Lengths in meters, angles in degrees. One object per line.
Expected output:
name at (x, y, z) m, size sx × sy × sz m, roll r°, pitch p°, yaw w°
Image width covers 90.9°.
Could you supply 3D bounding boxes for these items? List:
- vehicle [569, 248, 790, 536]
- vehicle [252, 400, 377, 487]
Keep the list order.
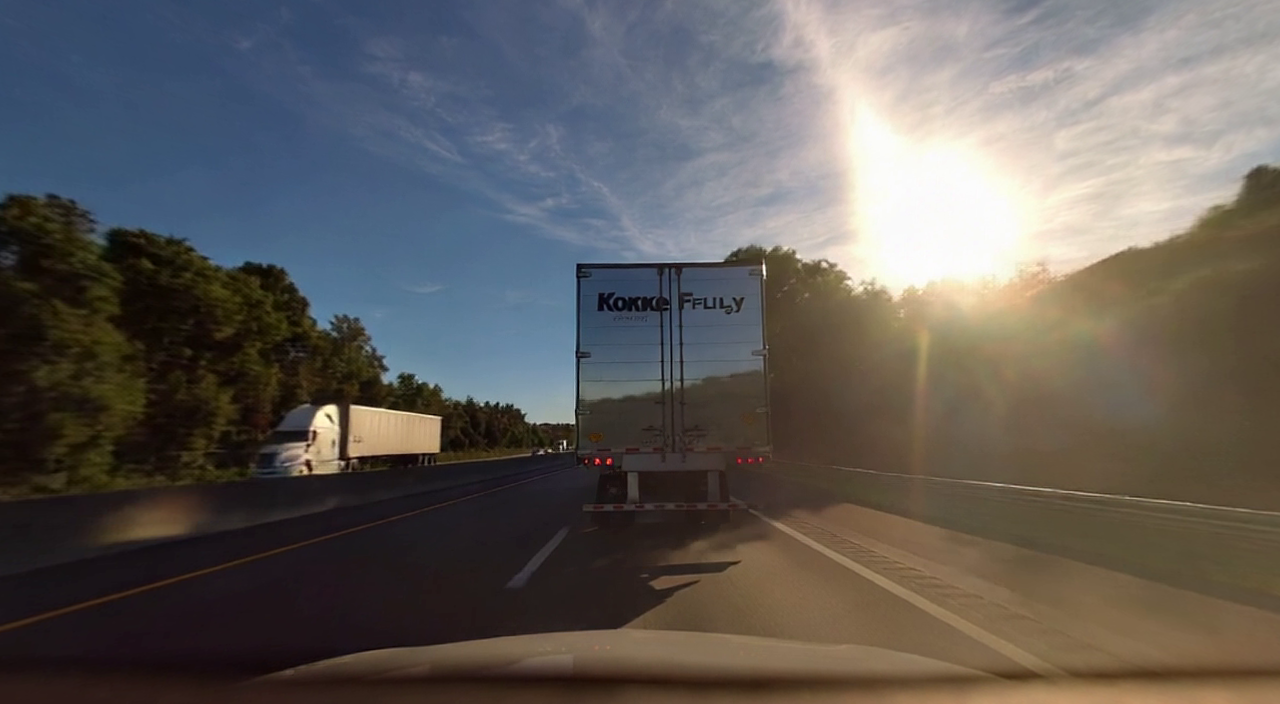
vehicle at (0.506, 1.647, 16.668) m, size 3.230 × 4.377 × 14.405 m, roll 0°, pitch -9°, yaw -1°
vehicle at (-16.303, 4.681, 32.172) m, size 2.997 × 3.998 × 5.894 m, roll 0°, pitch -9°, yaw 1°
